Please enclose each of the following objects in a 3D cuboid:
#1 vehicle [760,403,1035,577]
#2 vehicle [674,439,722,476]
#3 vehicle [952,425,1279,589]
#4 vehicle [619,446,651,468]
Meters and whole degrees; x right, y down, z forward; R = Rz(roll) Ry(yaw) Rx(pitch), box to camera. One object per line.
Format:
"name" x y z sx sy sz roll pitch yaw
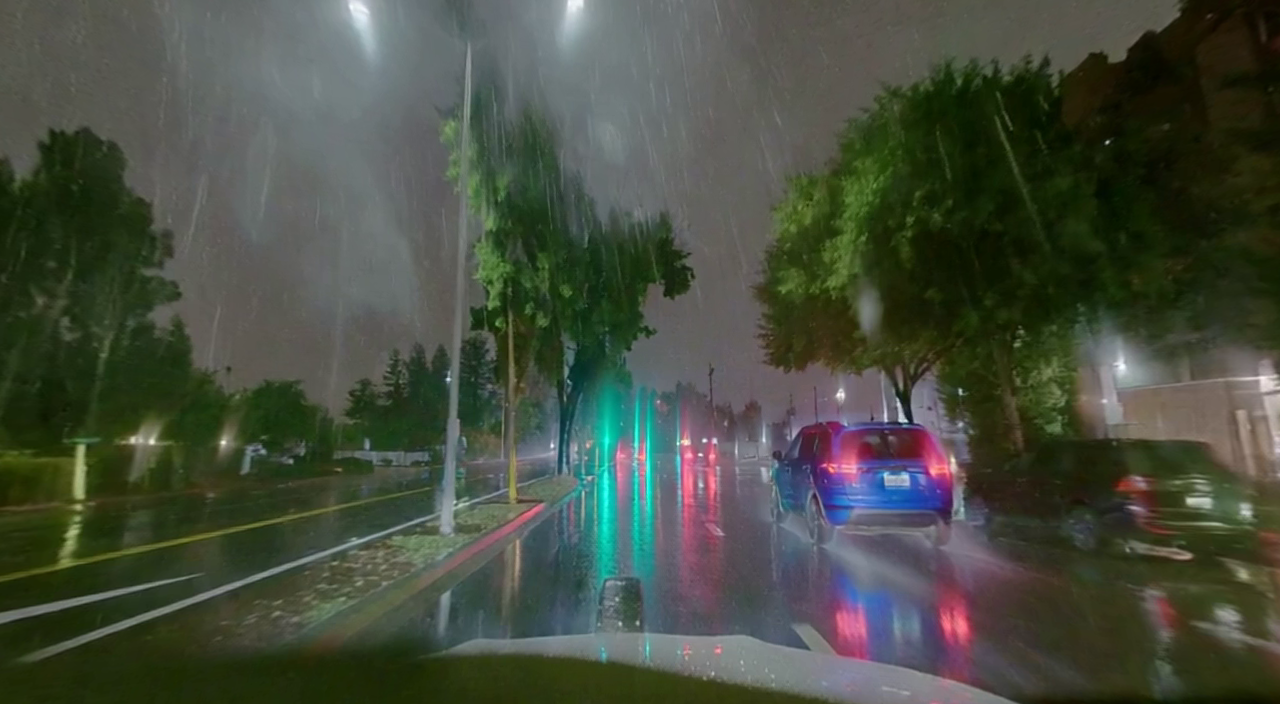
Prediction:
"vehicle" 3.209 1.817 9.049 2.033 1.865 4.360 0 -8 -1
"vehicle" 3.103 5.780 34.837 2.085 1.828 5.383 0 -8 0
"vehicle" 7.143 2.065 9.460 2.143 1.756 5.118 1 -8 -2
"vehicle" -0.328 7.227 43.534 2.131 1.474 4.146 0 -8 0
